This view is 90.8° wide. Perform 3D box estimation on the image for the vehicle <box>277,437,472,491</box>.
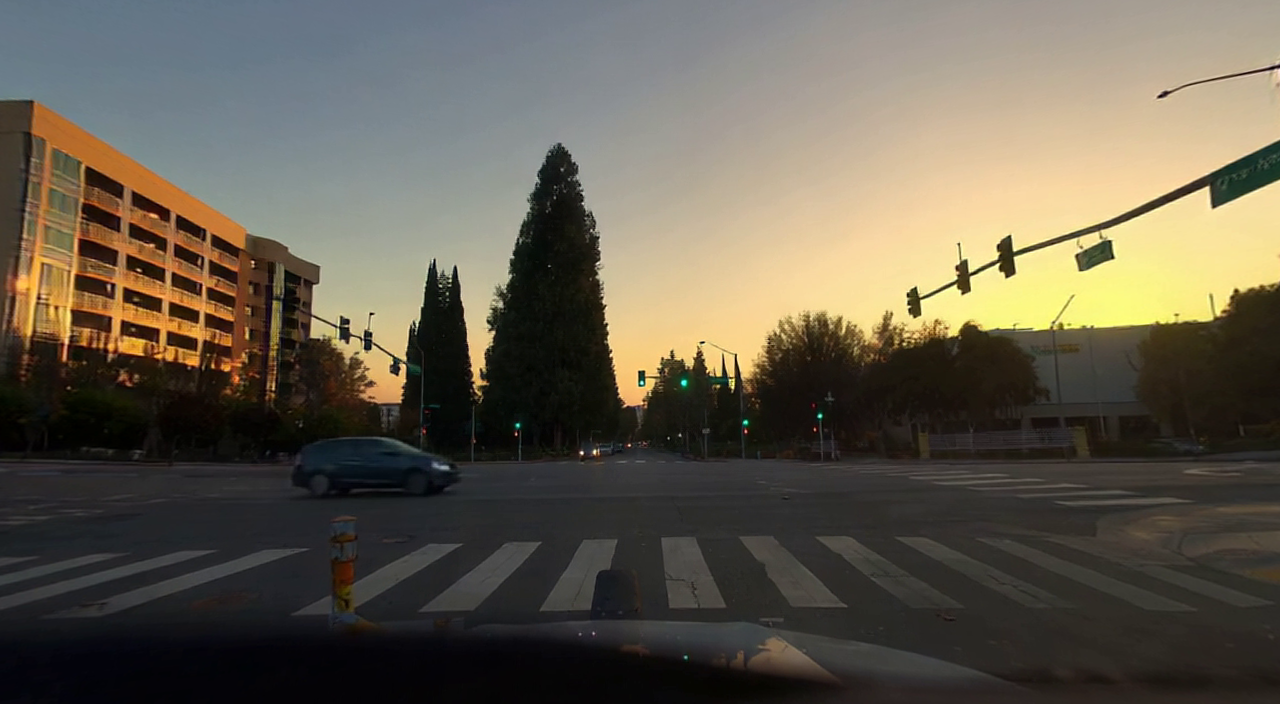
[{"bbox_3d":[-7.681,3.281,18.670,4.838,1.468,2.052,0,-9,1],"label":"vehicle"}]
